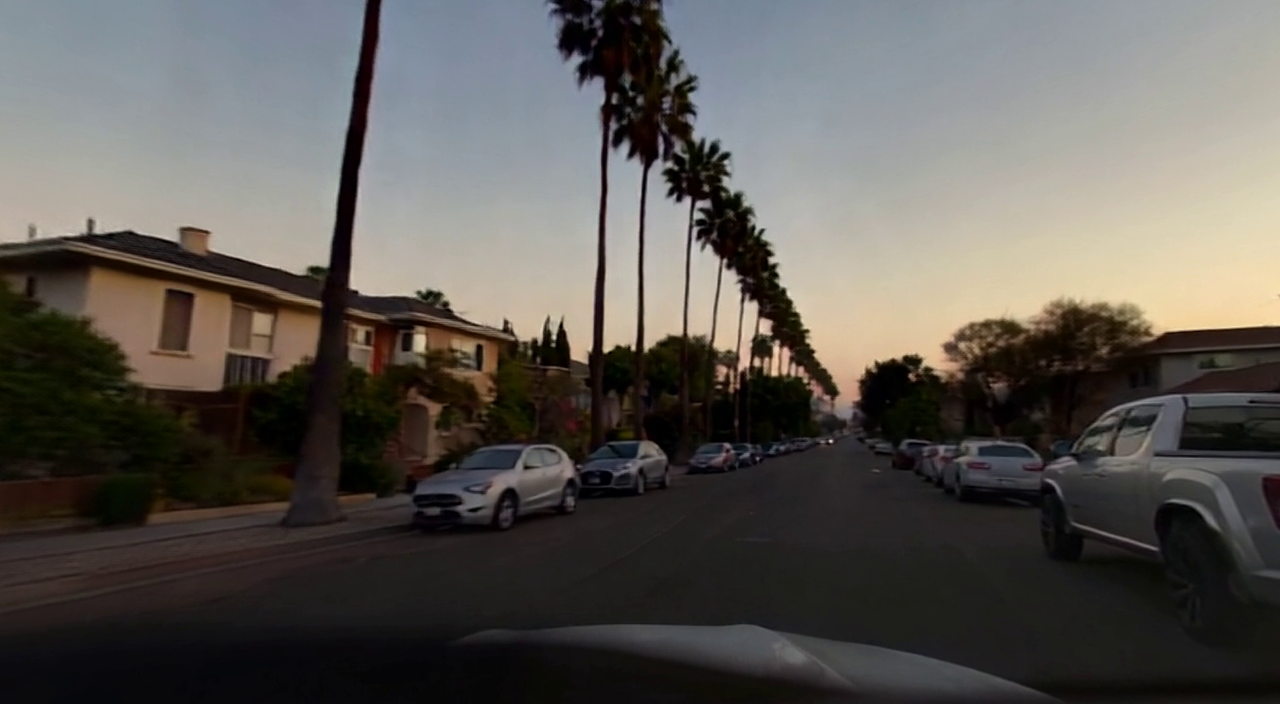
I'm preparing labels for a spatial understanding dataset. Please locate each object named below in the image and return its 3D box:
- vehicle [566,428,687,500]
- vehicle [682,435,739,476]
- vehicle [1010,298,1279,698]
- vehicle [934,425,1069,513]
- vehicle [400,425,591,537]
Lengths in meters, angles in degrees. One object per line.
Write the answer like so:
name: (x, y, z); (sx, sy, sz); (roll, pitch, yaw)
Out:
vehicle: (-0.209, 3.292, 19.150); (2.020, 1.819, 5.168); (-3, -8, 18)
vehicle: (3.523, 5.018, 30.837); (1.947, 1.803, 4.381); (-4, -9, 16)
vehicle: (5.719, 1.145, 5.723); (2.649, 2.232, 6.576); (-3, -8, 18)
vehicle: (9.029, 2.902, 16.275); (1.964, 1.889, 4.708); (-3, -8, 17)
vehicle: (-2.445, 2.268, 11.794); (1.816, 1.697, 3.777); (-3, -8, 17)
